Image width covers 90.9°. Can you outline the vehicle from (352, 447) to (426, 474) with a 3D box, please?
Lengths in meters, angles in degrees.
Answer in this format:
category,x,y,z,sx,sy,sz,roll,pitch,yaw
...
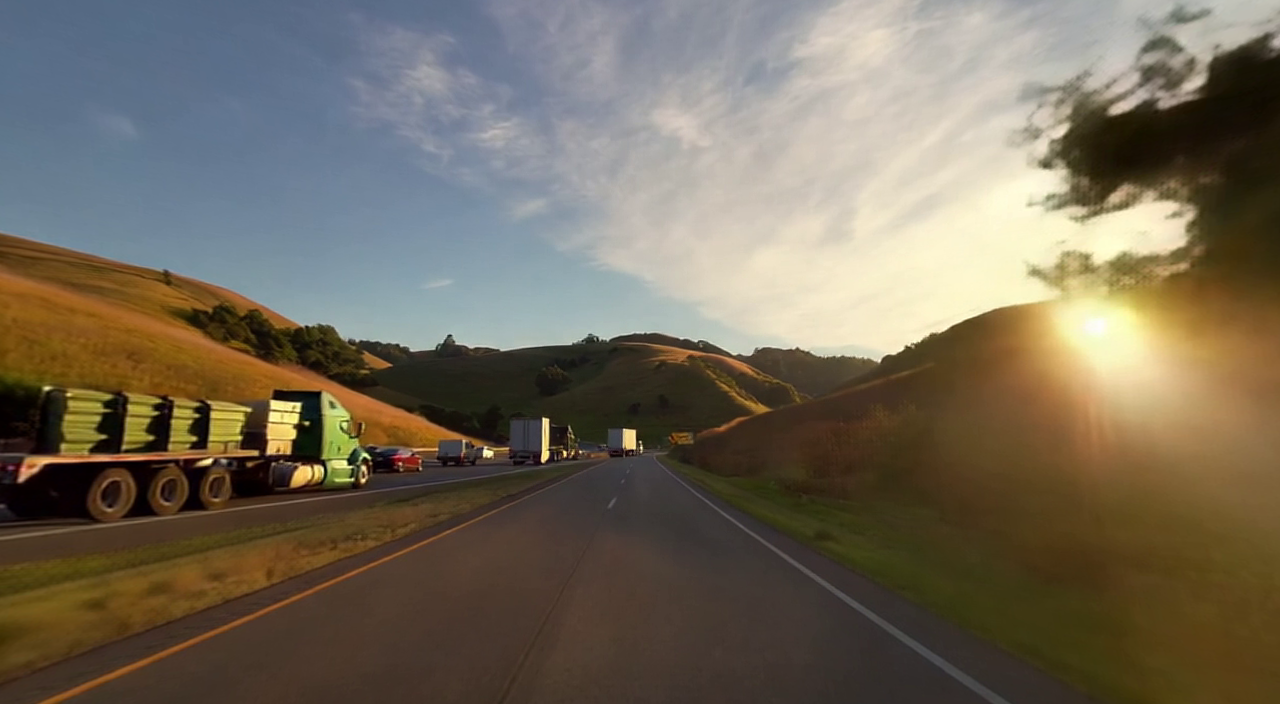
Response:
category,x,y,z,sx,sy,sz,roll,pitch,yaw
vehicle,-14.693,6.373,37.230,1.925,1.493,4.864,-1,-9,6

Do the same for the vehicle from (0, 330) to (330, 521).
category,x,y,z,sx,sy,sz,roll,pitch,yaw
vehicle,-13.195,2.197,17.162,2.745,3.617,11.590,-1,-9,5
